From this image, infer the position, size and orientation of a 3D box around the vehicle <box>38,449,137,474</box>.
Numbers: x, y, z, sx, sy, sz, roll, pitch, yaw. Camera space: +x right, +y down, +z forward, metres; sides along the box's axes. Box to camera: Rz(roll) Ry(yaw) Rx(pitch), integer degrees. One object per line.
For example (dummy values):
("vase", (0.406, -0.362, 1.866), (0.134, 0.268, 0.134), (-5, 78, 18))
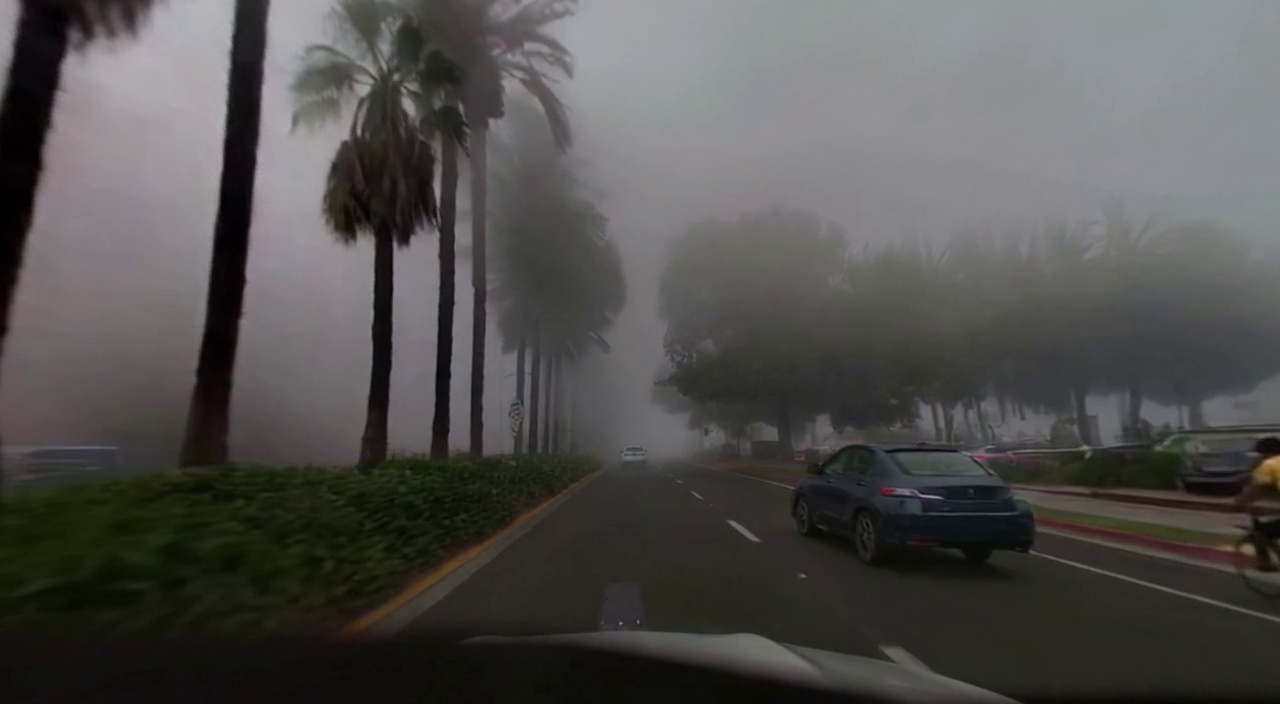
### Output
("vehicle", (-35.739, 7.061, 40.972), (4.294, 1.515, 2.111), (1, -9, -4))

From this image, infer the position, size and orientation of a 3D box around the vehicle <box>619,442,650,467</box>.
("vehicle", (-0.418, 7.211, 44.407), (2.102, 1.653, 3.698), (0, -9, -1))

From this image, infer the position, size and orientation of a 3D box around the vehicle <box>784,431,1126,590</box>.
("vehicle", (3.557, 1.864, 8.404), (2.090, 1.503, 4.566), (0, -9, -1))

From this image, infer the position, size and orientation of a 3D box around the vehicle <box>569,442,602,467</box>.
("vehicle", (-4.052, 7.684, 47.635), (2.071, 1.744, 4.500), (0, -9, 0))
